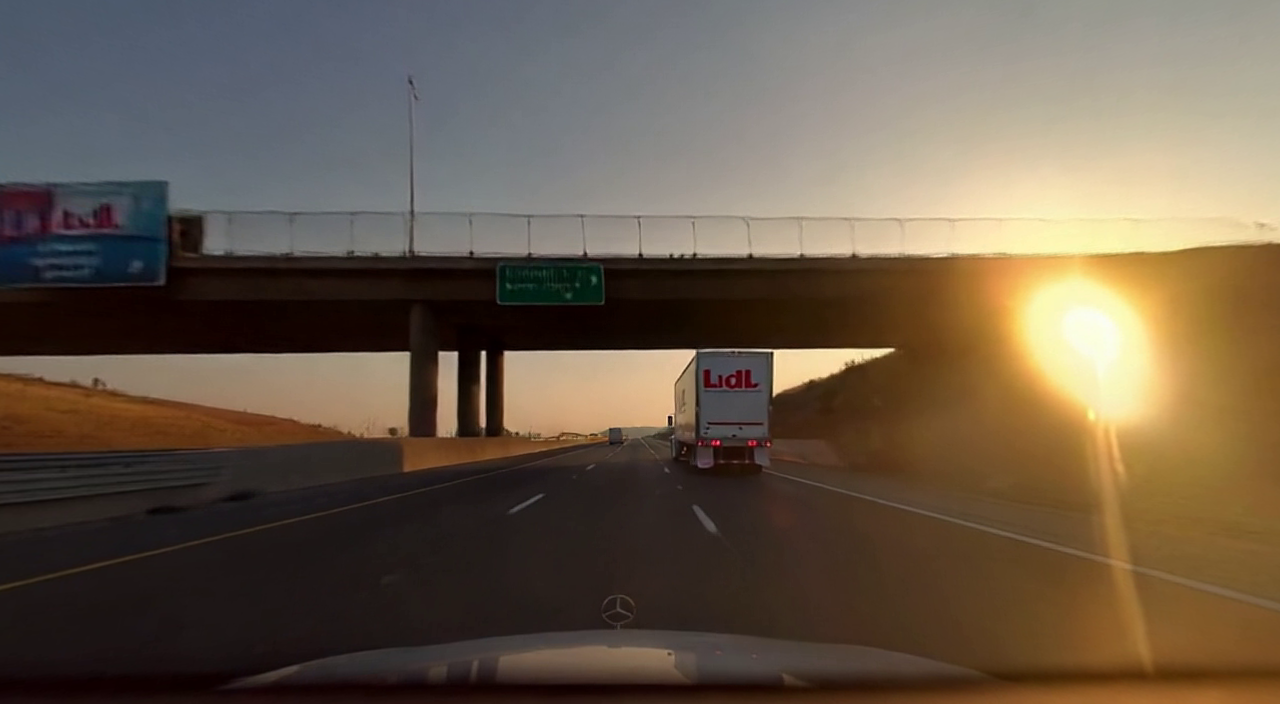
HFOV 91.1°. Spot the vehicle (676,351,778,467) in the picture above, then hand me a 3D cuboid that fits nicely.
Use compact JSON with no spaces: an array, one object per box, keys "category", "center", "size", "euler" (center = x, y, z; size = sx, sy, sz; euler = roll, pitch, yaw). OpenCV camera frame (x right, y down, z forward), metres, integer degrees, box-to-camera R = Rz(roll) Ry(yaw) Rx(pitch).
[{"category":"vehicle","center":[3.582,3.043,30.252],"size":[3.034,4.194,14.704],"euler":[0,-8,1]}]
